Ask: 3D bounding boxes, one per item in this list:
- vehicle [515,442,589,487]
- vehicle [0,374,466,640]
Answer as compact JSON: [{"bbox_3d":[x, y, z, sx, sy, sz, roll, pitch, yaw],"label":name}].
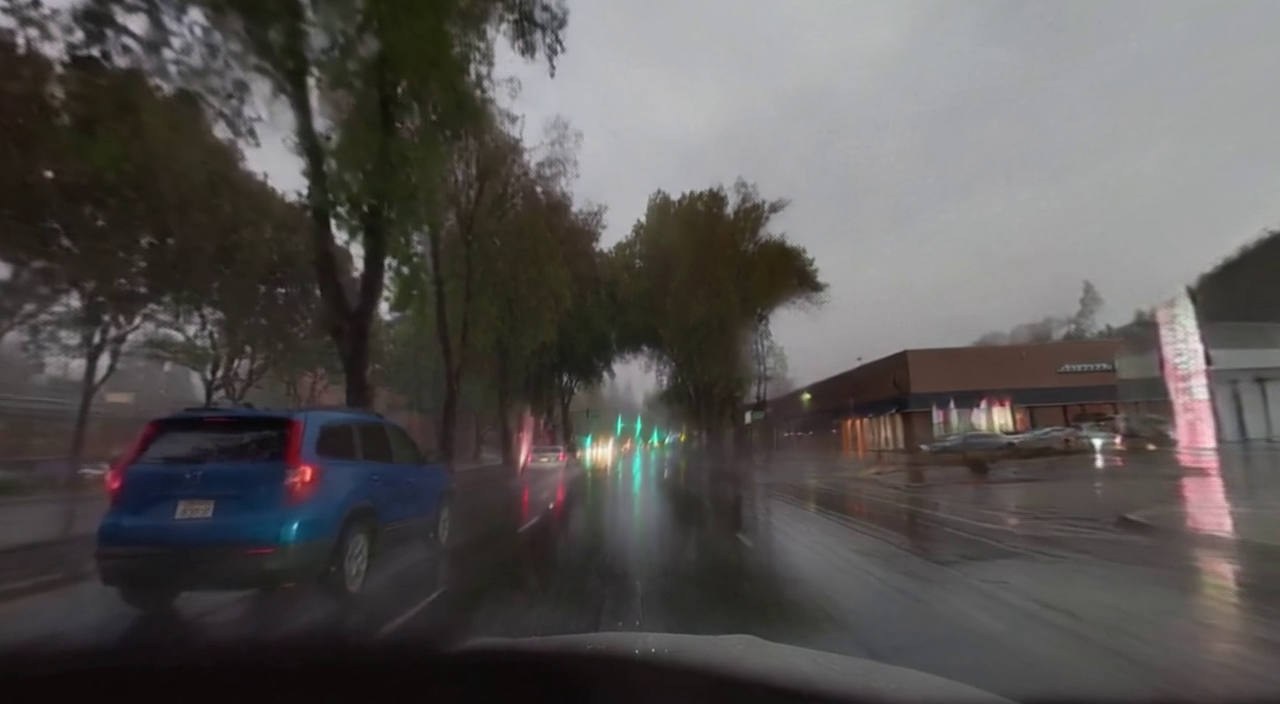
[{"bbox_3d":[-3.131,4.092,23.415,2.069,1.470,4.601,-1,-9,0],"label":"vehicle"},{"bbox_3d":[-3.451,1.393,6.625,2.042,1.817,4.364,0,-9,-1],"label":"vehicle"}]
